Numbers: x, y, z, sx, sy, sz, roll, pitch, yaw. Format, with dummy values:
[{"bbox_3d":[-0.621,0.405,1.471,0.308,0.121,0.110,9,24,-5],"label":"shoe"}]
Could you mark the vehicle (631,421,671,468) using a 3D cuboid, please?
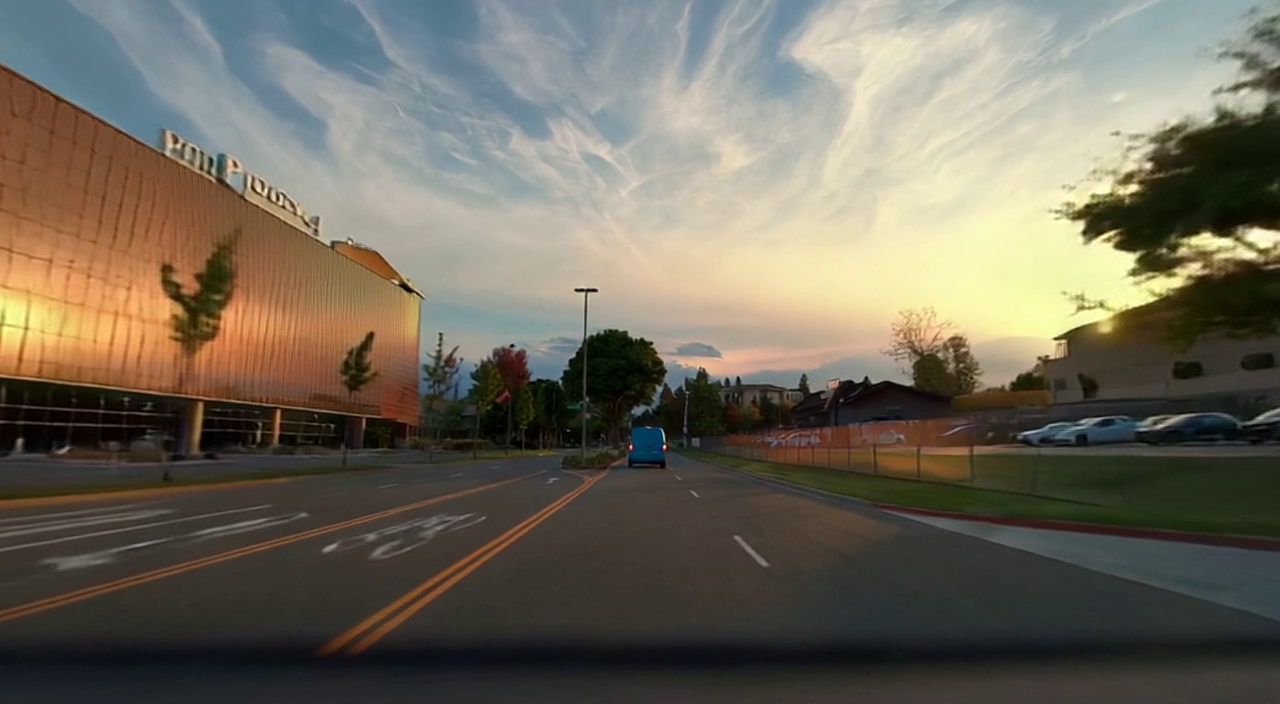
[{"bbox_3d":[0.662,5.945,40.586,2.435,2.816,5.232,0,-8,0],"label":"vehicle"}]
